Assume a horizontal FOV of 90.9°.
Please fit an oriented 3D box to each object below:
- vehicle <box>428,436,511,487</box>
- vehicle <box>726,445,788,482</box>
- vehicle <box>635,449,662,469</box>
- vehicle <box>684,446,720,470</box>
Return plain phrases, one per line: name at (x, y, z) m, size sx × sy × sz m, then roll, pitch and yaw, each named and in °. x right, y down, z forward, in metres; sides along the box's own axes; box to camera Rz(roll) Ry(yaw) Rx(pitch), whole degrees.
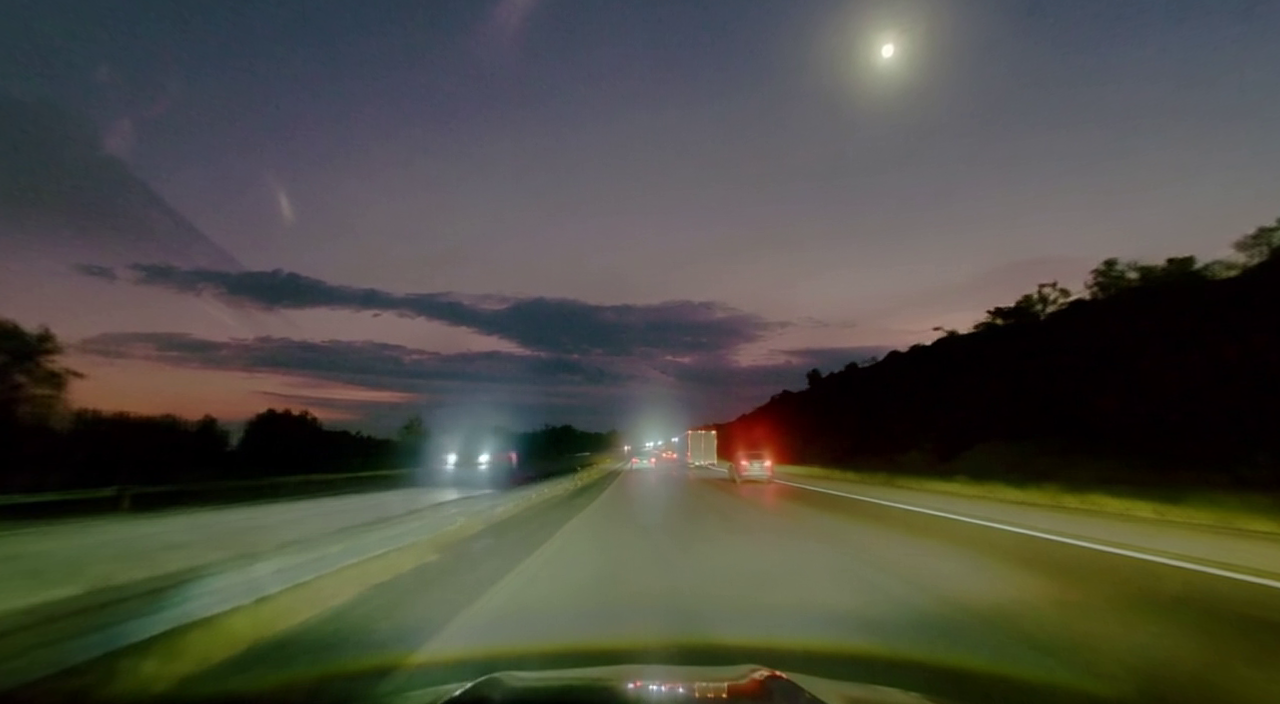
vehicle at (-7.685, 4.993, 29.037) m, size 2.411 × 2.127 × 4.889 m, roll 0°, pitch -9°, yaw 1°
vehicle at (5.100, 4.908, 27.921) m, size 1.964 × 1.513 × 3.707 m, roll 0°, pitch -9°, yaw -1°
vehicle at (0.613, 8.188, 48.197) m, size 1.991 × 1.459 × 3.769 m, roll 0°, pitch -9°, yaw 0°
vehicle at (4.477, 7.708, 45.992) m, size 2.122 × 1.662 × 4.392 m, roll 0°, pitch -9°, yaw 0°
